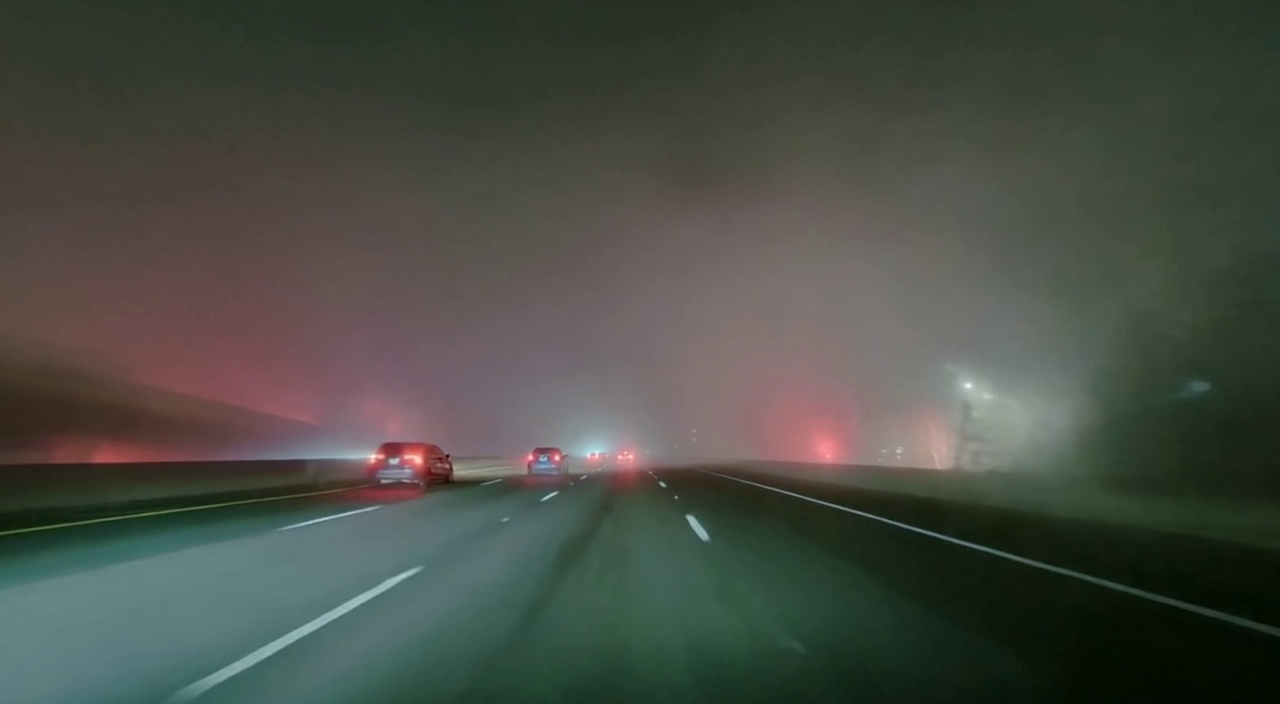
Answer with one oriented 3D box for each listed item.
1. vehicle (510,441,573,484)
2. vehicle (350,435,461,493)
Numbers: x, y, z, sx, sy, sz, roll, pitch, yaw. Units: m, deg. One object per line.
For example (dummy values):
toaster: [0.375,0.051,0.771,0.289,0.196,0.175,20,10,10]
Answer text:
vehicle: [-4.215,4.826,27.820,2.075,1.702,4.257,0,-9,0]
vehicle: [-8.143,3.931,22.515,2.040,1.824,4.917,0,-9,0]
